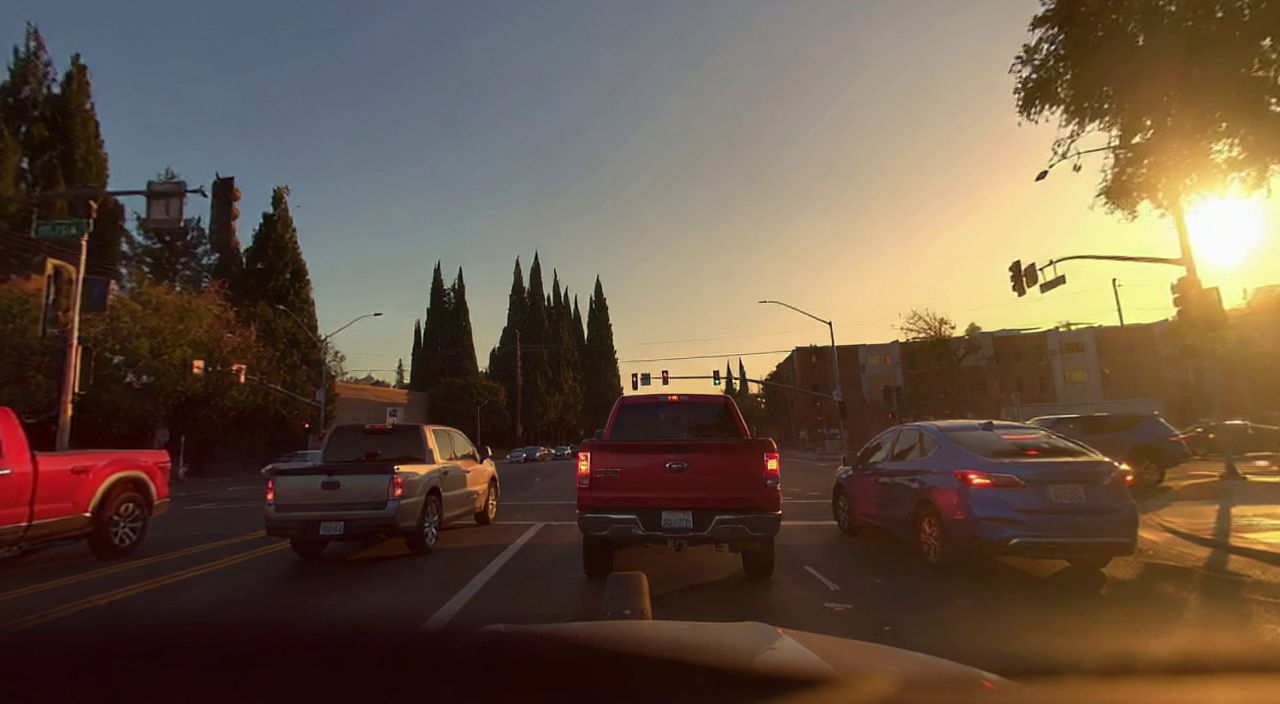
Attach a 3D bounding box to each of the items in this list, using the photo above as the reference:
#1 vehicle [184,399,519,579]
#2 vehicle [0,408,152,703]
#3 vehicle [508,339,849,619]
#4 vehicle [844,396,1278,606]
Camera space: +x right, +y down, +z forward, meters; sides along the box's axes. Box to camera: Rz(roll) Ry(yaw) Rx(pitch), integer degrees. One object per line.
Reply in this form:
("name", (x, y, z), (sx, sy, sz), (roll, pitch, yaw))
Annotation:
("vehicle", (-3.293, 1.685, 8.584), (2.125, 1.739, 4.707), (0, -8, 3))
("vehicle", (-3.396, 0.707, 0.655), (1.998, 1.481, 4.656), (0, -8, 1))
("vehicle", (0.326, 1.277, 7.149), (2.505, 2.084, 4.768), (0, -8, 1))
("vehicle", (4.041, 1.494, 7.180), (1.984, 1.659, 4.226), (0, -8, 0))
